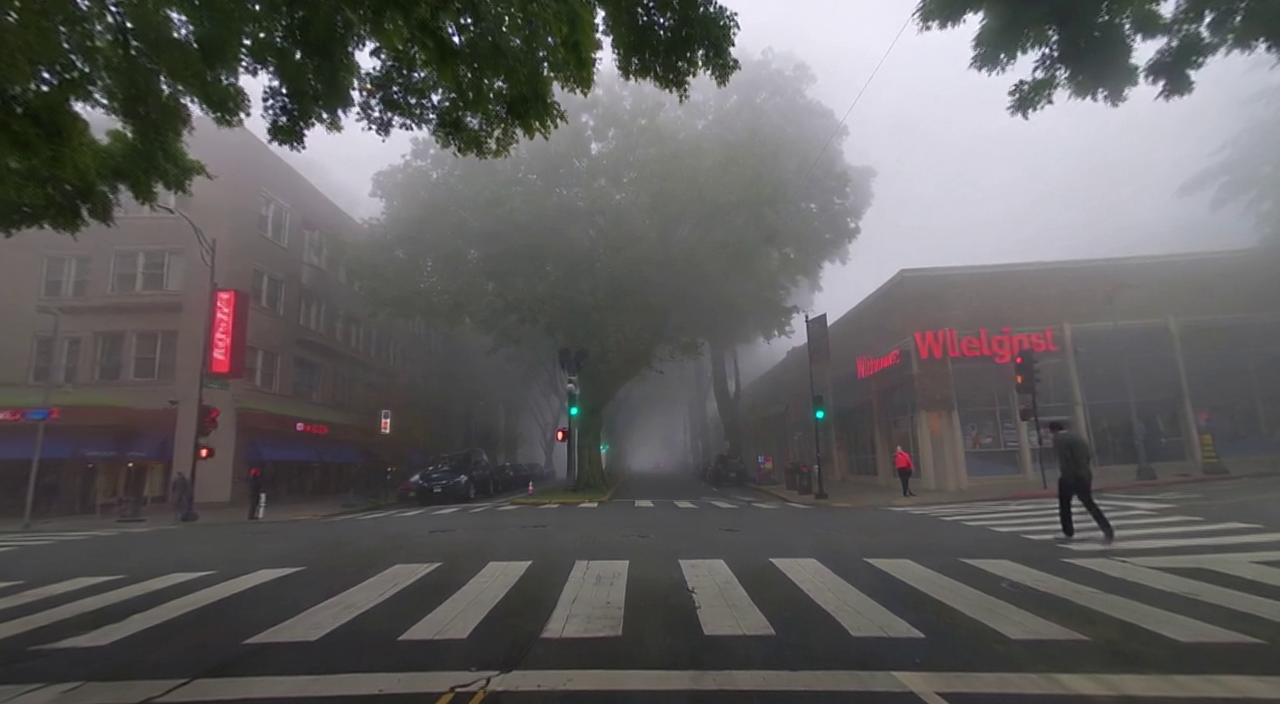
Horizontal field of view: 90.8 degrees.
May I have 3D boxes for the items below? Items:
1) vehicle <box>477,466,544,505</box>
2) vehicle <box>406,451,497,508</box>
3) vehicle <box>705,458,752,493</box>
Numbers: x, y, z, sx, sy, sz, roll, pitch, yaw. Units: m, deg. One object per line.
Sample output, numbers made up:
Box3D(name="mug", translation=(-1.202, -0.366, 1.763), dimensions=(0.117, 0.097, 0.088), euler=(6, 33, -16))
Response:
Box3D(name="vehicle", translation=(-5.743, 5.943, 28.512), dimensions=(1.983, 1.438, 4.559), euler=(0, -8, 1))
Box3D(name="vehicle", translation=(-8.809, 5.967, 30.211), dimensions=(2.489, 2.323, 5.843), euler=(0, -8, 0))
Box3D(name="vehicle", translation=(5.187, 7.275, 37.623), dimensions=(2.010, 1.844, 4.386), euler=(0, -8, -2))
